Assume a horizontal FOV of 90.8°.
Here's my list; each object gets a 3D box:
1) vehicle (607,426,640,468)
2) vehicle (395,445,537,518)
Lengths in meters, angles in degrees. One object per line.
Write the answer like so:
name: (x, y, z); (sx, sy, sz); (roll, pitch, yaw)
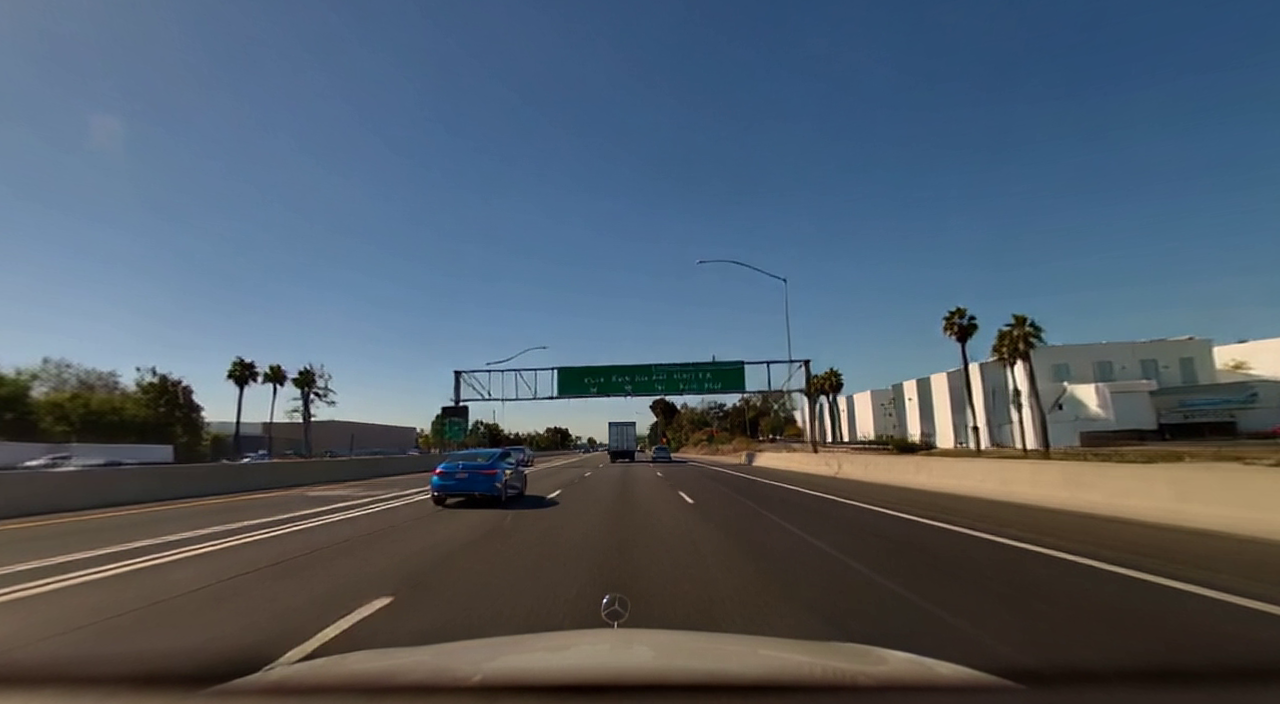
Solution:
vehicle: (-1.281, 7.204, 48.115); (2.364, 2.953, 6.495); (0, -9, -2)
vehicle: (-3.850, 2.926, 14.887); (2.097, 1.447, 4.291); (0, -9, 0)
